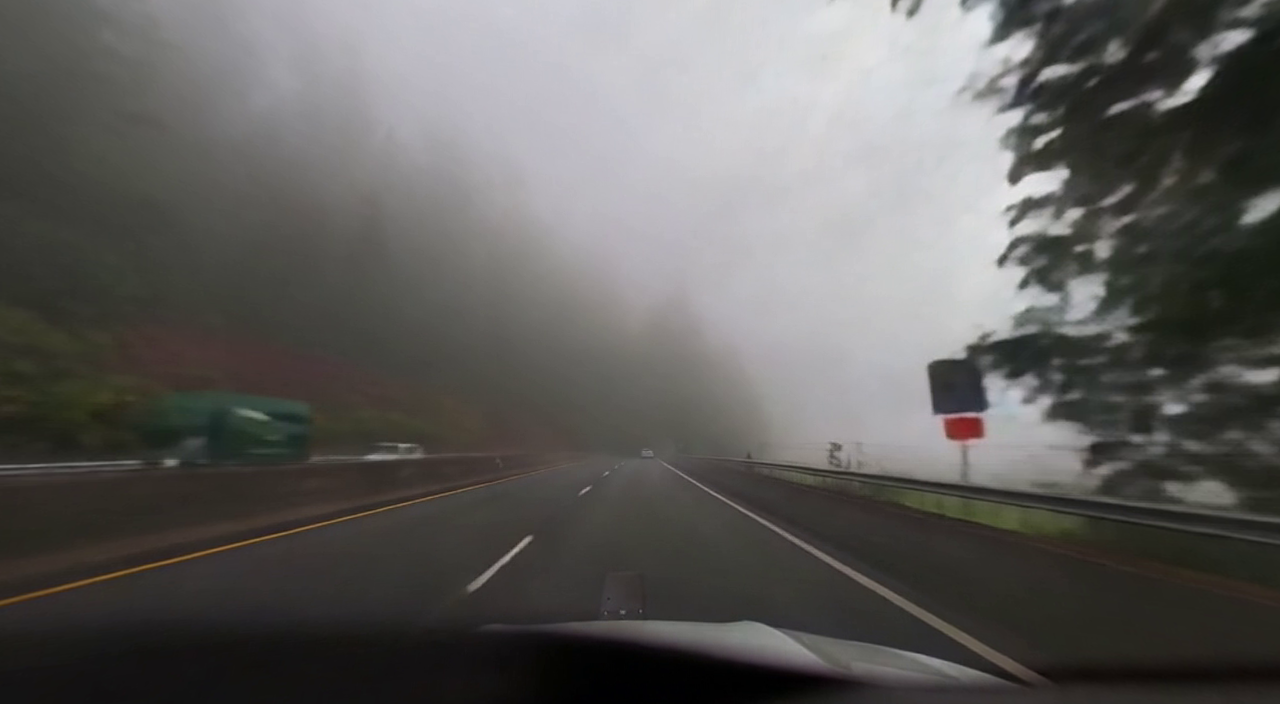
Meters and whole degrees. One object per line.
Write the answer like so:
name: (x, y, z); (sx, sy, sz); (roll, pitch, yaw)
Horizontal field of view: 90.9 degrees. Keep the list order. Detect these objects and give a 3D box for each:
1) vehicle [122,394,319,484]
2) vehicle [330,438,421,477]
vehicle: (-16.575, 3.611, 25.832); (2.836, 3.157, 7.473); (0, -9, 0)
vehicle: (-12.260, 4.907, 29.555); (2.189, 1.684, 4.523); (0, -9, 1)
